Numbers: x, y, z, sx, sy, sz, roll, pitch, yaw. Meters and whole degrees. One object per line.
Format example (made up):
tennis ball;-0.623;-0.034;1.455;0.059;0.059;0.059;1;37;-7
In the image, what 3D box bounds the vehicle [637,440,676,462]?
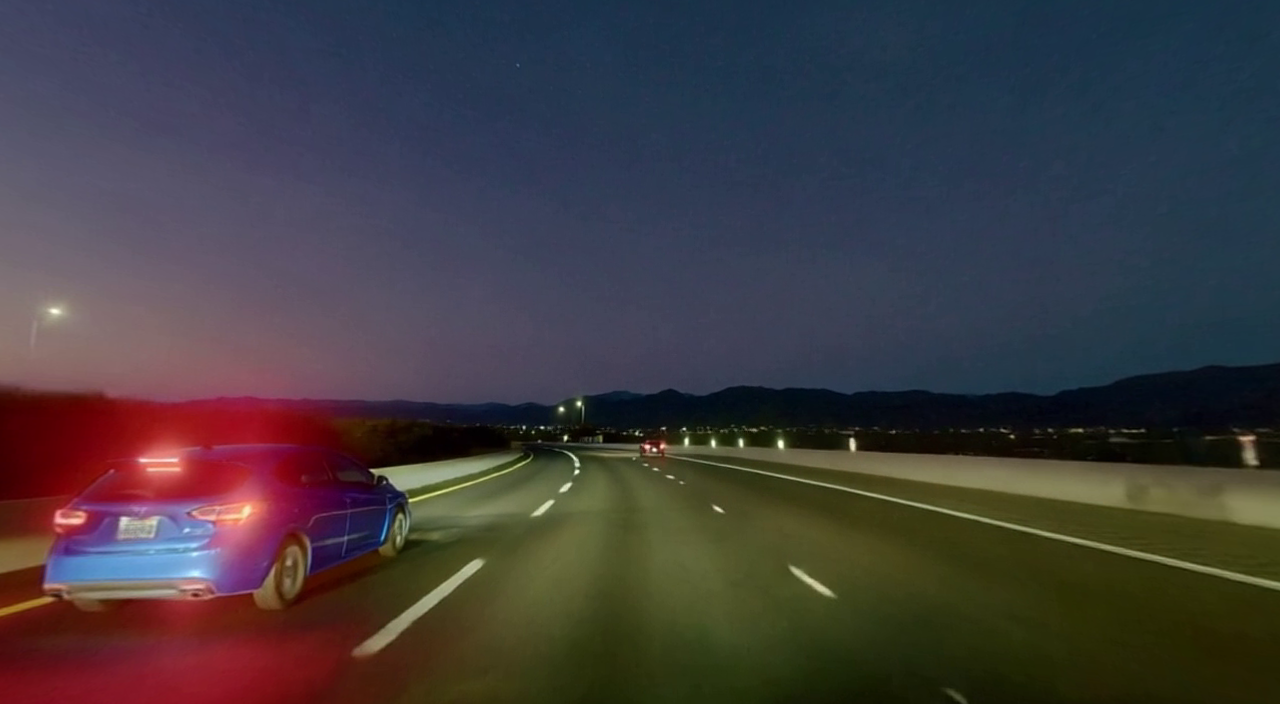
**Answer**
vehicle;1.072;6.821;43.664;1.985;1.440;4.466;1;-9;-8
